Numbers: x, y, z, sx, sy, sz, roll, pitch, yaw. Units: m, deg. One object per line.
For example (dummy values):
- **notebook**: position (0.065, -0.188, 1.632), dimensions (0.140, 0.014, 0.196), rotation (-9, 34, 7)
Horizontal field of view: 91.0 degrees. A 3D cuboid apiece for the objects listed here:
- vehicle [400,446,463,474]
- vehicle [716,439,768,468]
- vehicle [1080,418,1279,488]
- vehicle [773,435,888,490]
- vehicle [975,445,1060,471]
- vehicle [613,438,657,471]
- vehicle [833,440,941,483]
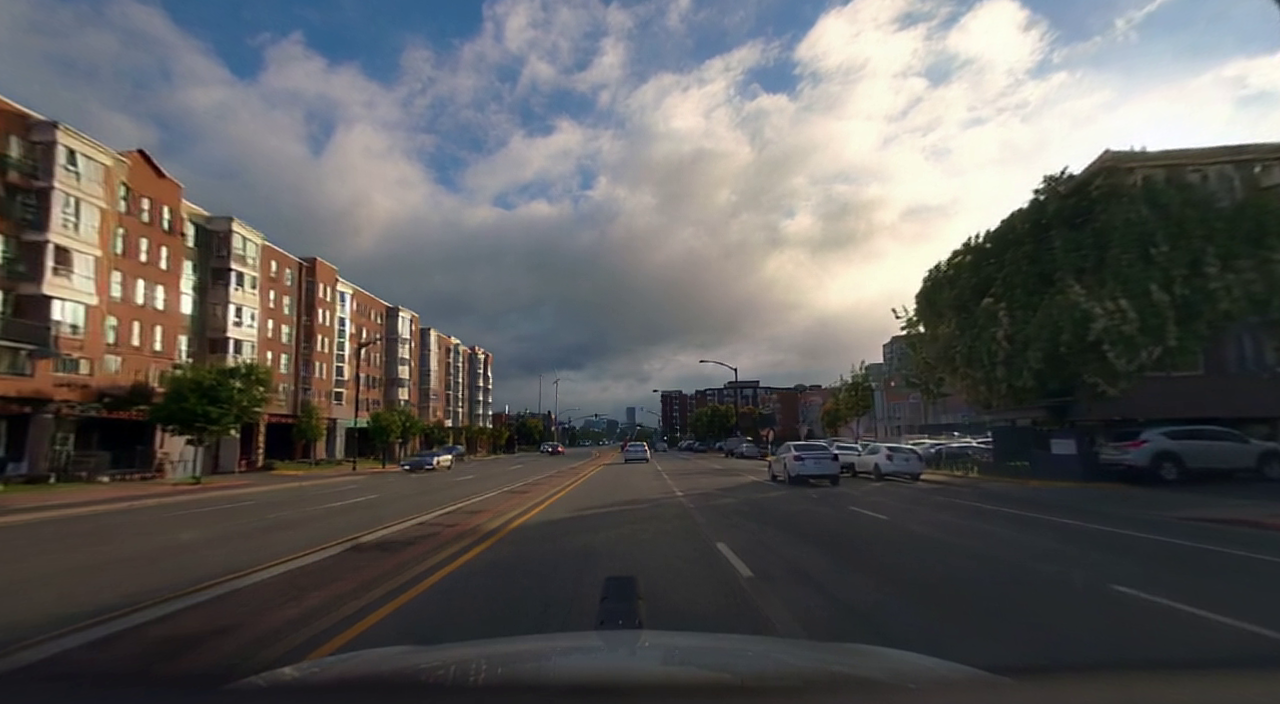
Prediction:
- **vehicle**: position (-11.546, 6.003, 35.231), dimensions (1.897, 1.466, 4.566), rotation (0, -9, 1)
- **vehicle**: position (5.745, 5.770, 35.870), dimensions (2.154, 1.554, 4.149), rotation (0, -9, -2)
- **vehicle**: position (17.738, 3.245, 20.288), dimensions (5.388, 2.082, 2.328), rotation (1, -9, -4)
- **vehicle**: position (5.988, 3.533, 20.545), dimensions (2.121, 1.557, 4.898), rotation (0, -9, -1)
- **vehicle**: position (22.641, 6.350, 37.846), dimensions (1.955, 1.427, 3.836), rotation (4, -10, -27)
- **vehicle**: position (-0.259, 5.162, 31.805), dimensions (2.106, 1.553, 3.964), rotation (0, -9, -1)
- **vehicle**: position (9.767, 4.367, 25.421), dimensions (2.181, 1.546, 4.845), rotation (0, -9, -3)
